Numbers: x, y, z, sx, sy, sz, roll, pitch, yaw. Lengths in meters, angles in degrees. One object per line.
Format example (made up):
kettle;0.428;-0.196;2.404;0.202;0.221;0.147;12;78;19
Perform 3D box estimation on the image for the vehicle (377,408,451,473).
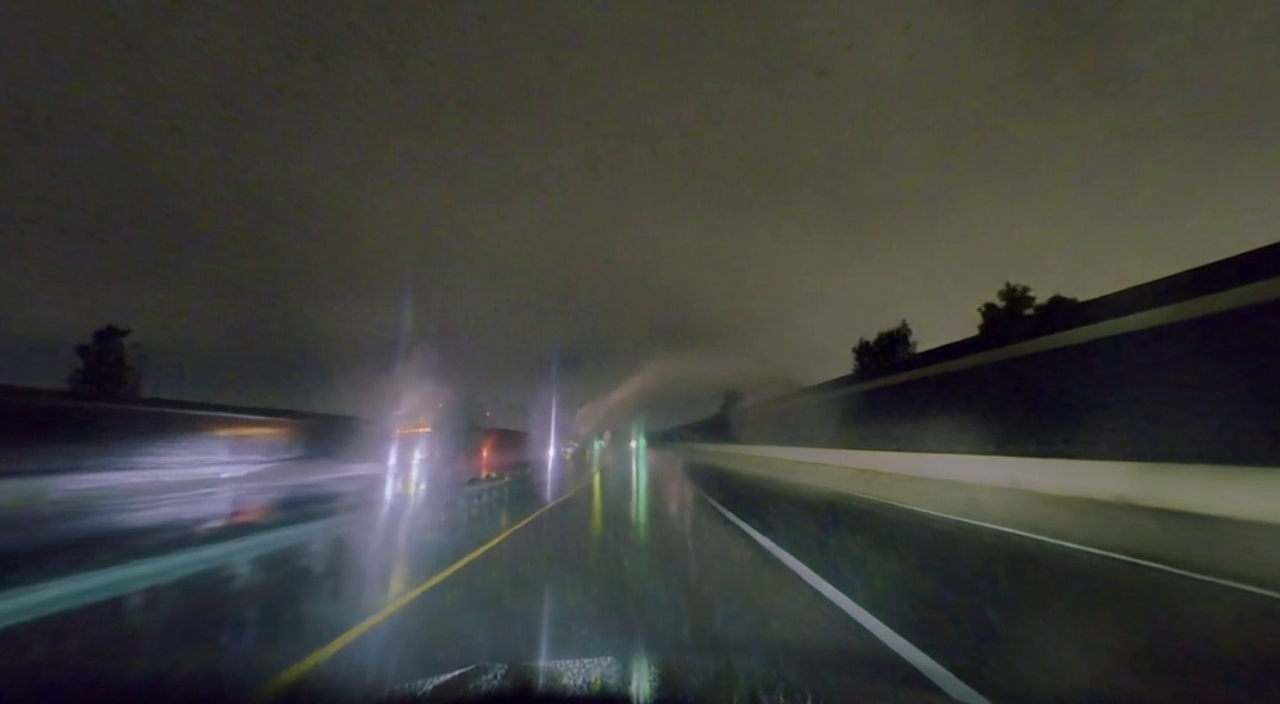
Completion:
vehicle;-16.236;6.423;45.461;3.730;4.427;4.152;0;-9;-1
